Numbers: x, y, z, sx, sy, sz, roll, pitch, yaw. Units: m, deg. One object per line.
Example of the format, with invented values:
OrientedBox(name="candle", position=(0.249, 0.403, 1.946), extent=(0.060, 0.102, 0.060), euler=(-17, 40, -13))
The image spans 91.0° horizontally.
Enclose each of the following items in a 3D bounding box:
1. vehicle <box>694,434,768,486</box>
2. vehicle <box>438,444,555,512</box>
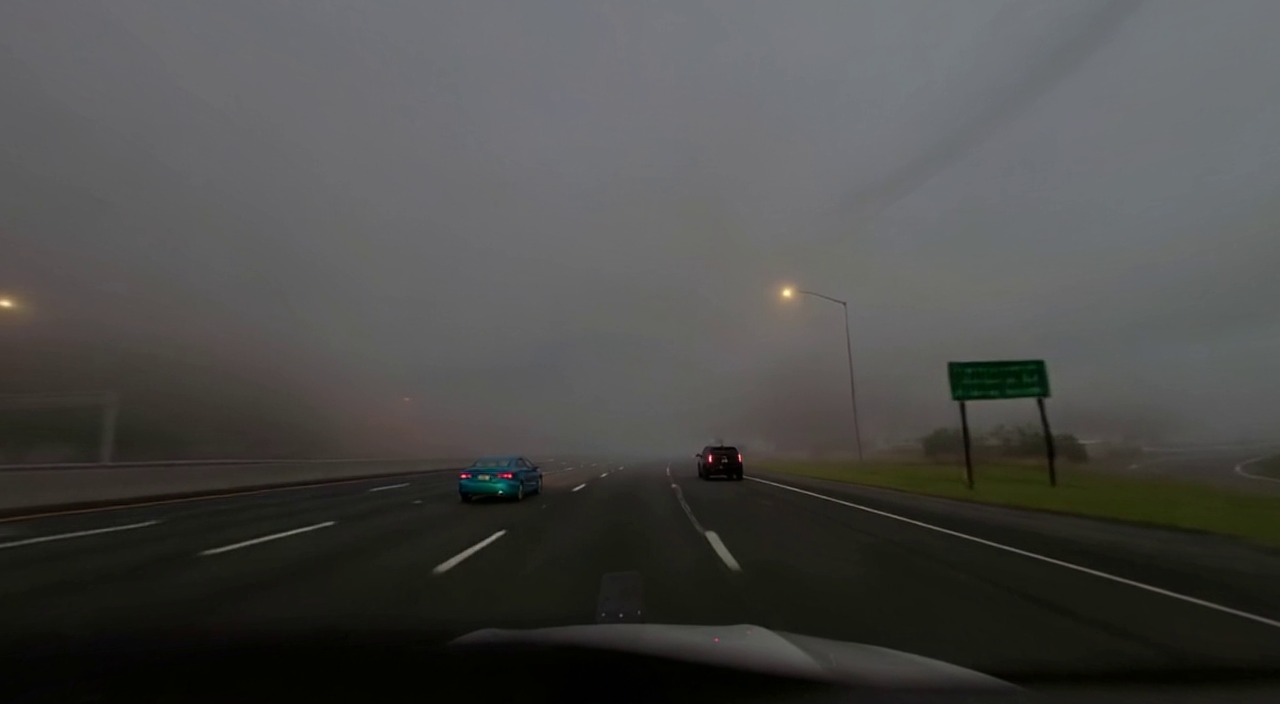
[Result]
OrientedBox(name="vehicle", position=(3.445, 4.188, 24.705), extent=(2.225, 1.833, 4.340), euler=(0, -9, 0))
OrientedBox(name="vehicle", position=(-3.506, 3.146, 16.298), extent=(1.937, 1.490, 4.372), euler=(0, -9, 1))
